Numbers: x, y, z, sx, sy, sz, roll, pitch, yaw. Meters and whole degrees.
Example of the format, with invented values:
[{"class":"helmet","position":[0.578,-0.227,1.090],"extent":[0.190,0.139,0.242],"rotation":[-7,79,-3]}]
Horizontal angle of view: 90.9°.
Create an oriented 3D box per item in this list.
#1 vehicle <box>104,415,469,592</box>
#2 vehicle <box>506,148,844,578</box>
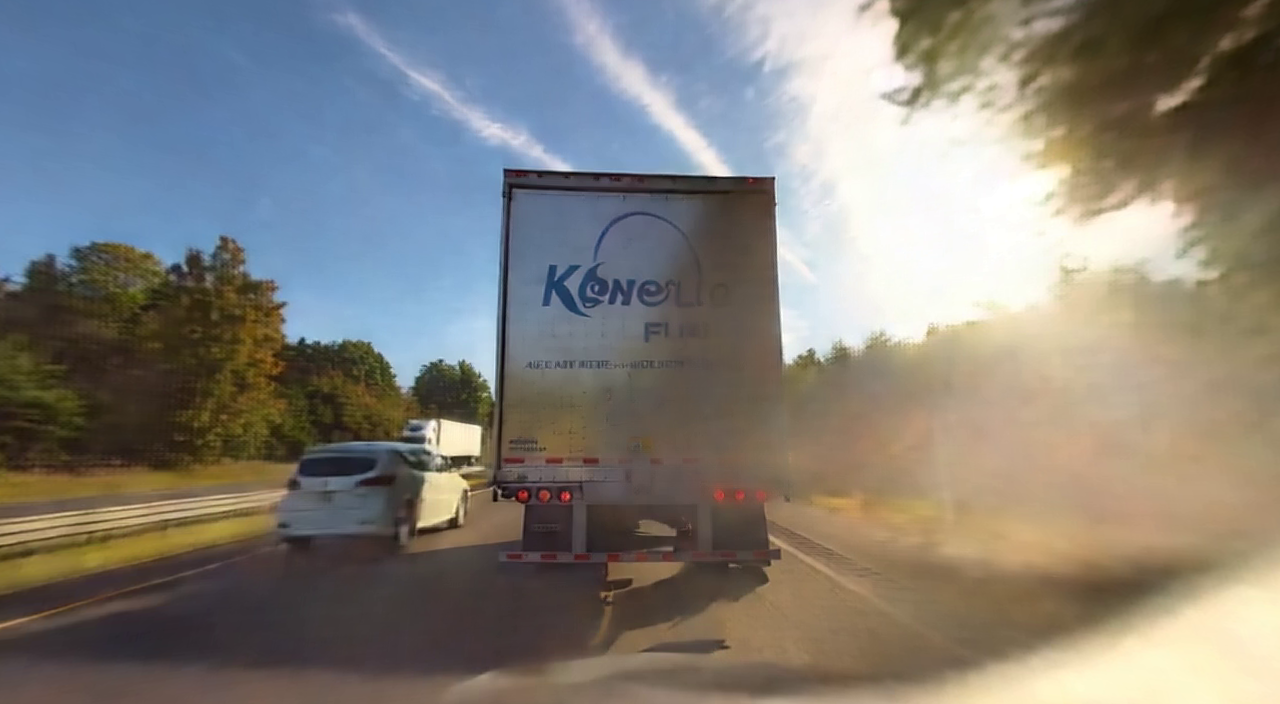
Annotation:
[{"class":"vehicle","position":[-3.804,1.715,7.924],"extent":[2.095,1.600,4.247],"rotation":[0,-9,0]},{"class":"vehicle","position":[0.233,1.117,13.478],"extent":[3.230,4.377,14.405],"rotation":[0,-9,-1]}]
